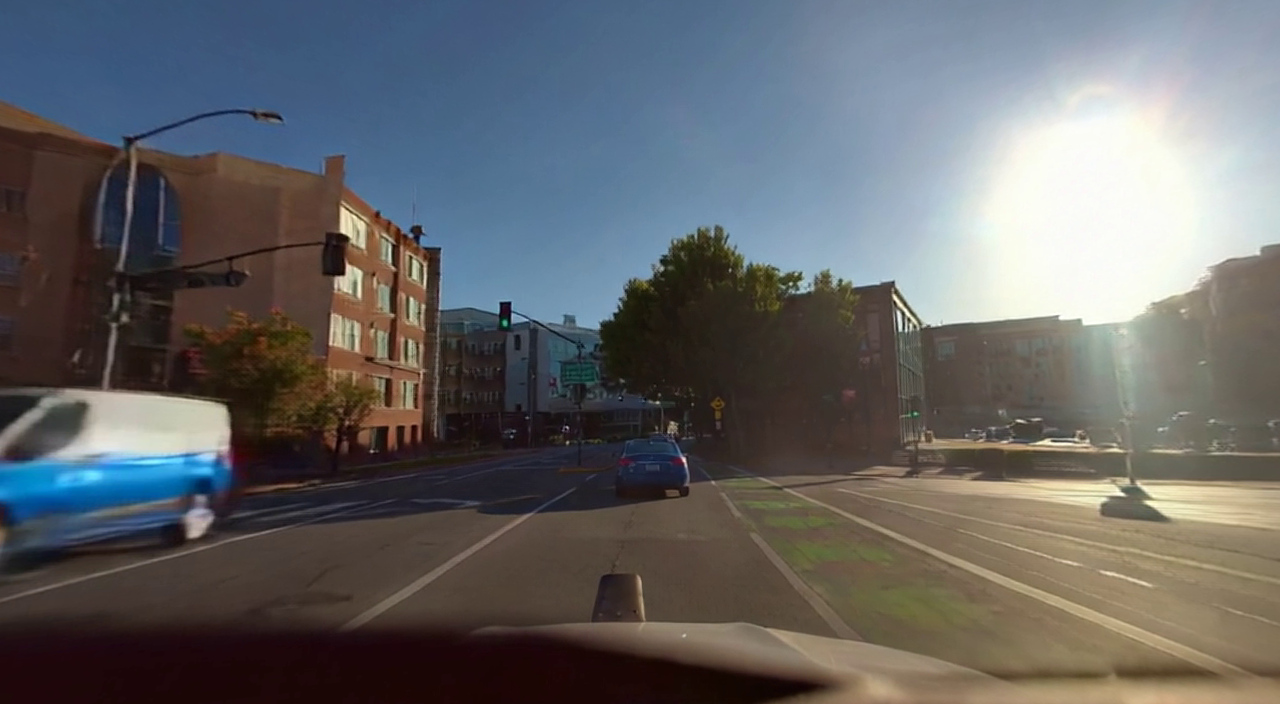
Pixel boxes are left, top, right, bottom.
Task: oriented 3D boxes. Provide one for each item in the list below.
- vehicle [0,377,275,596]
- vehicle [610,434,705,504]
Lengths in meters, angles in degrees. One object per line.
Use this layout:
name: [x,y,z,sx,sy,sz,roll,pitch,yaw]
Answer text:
vehicle: [-7.266,1.572,8.216,2.310,2.045,4.763,0,-8,-3]
vehicle: [0.388,2.689,15.031,1.950,1.401,4.159,0,-8,1]
